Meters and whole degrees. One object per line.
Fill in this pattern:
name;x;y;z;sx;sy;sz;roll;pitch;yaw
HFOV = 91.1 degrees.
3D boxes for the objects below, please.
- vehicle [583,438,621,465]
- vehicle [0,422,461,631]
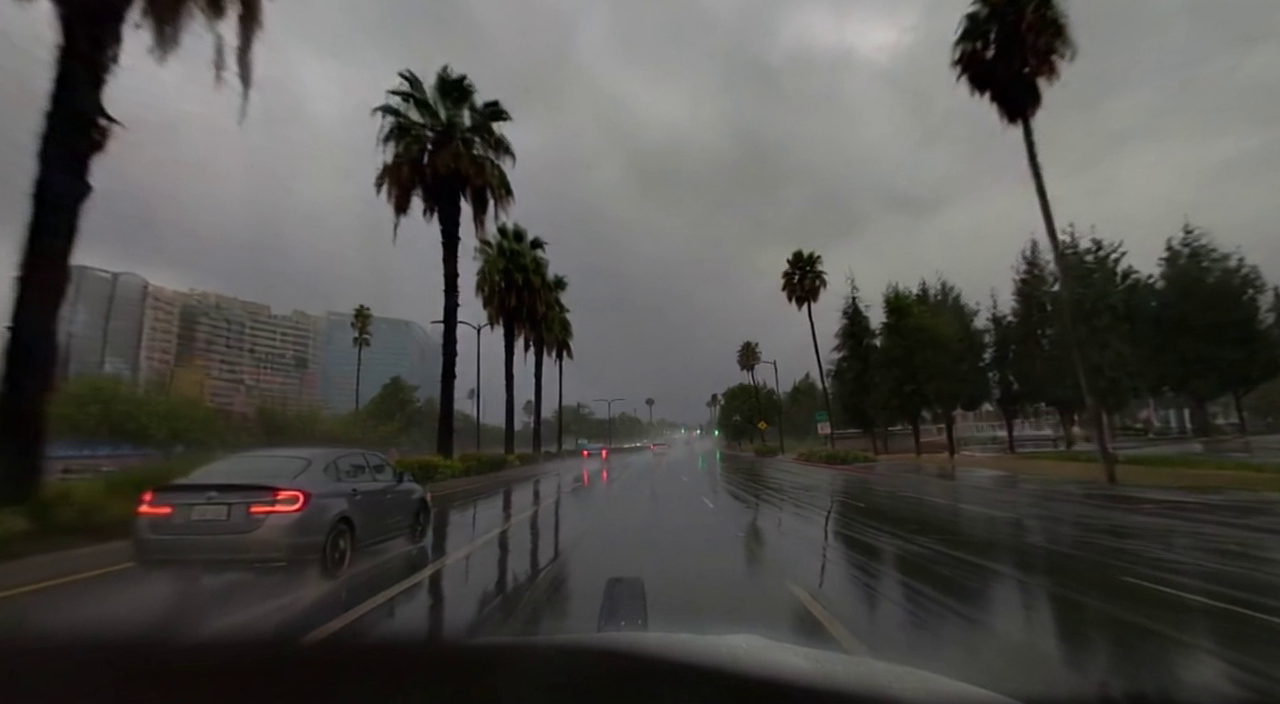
vehicle;-2.767;7.316;46.311;2.188;1.819;4.667;-1;-8;4
vehicle;-3.754;1.604;6.945;2.036;1.478;4.771;0;-8;1
